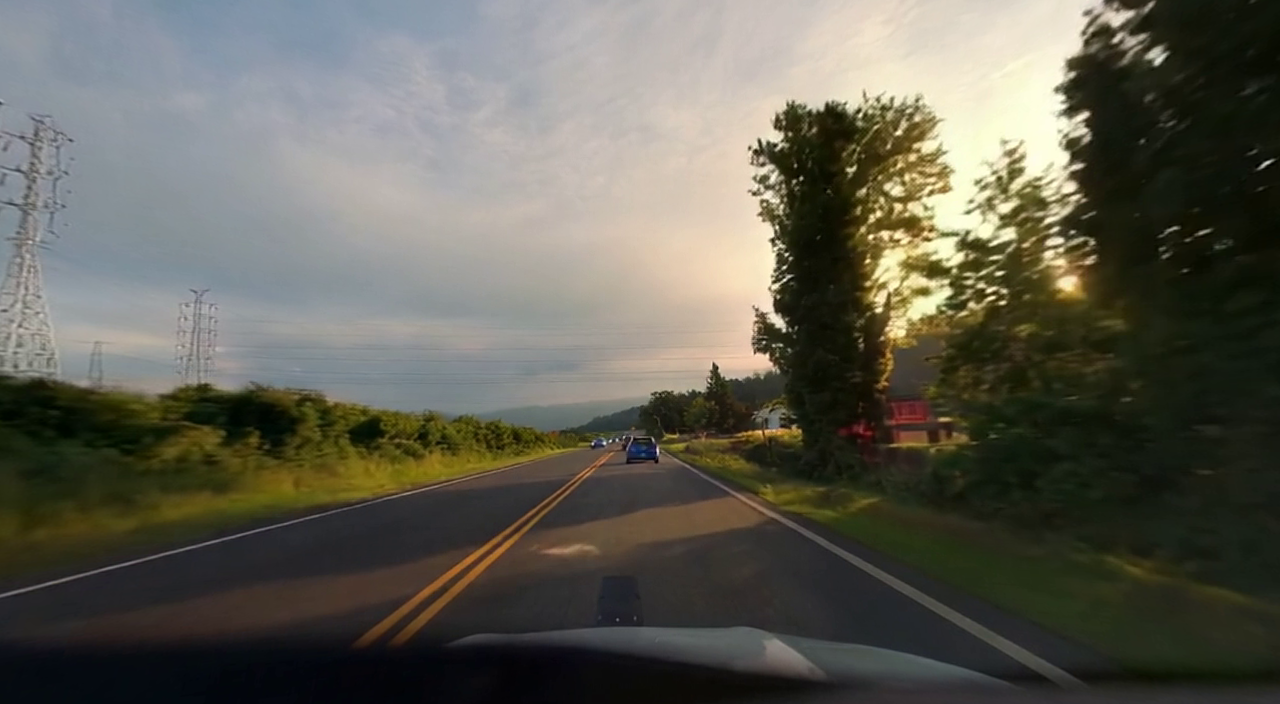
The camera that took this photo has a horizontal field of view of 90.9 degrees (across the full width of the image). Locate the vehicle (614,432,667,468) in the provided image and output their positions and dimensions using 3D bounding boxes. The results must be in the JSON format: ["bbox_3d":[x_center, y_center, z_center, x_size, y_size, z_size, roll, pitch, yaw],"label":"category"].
[{"bbox_3d":[-0.023,4.387,28.455,2.241,1.471,3.829,0,-8,-2],"label":"vehicle"}]
